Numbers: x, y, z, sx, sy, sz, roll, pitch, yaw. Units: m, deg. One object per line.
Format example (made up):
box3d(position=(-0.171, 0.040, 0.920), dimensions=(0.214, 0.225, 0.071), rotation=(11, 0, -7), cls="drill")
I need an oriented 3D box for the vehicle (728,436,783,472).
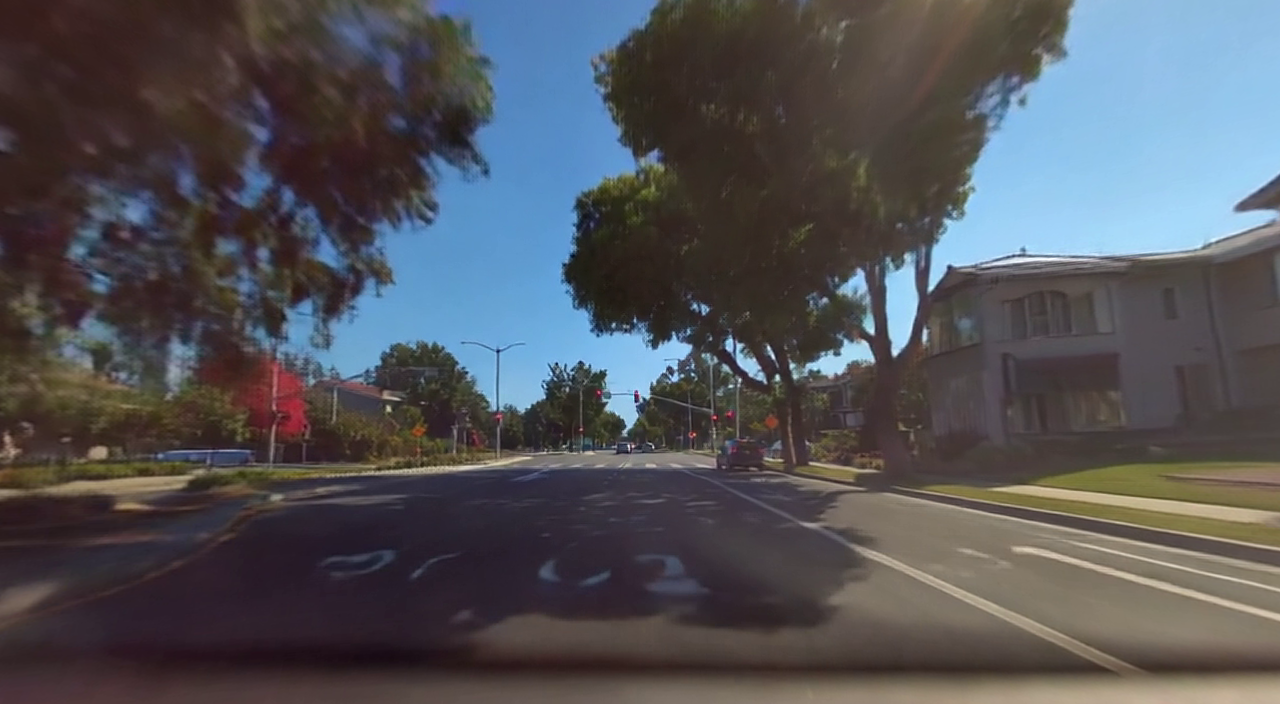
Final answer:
box3d(position=(6.203, 5.555, 34.538), dimensions=(2.094, 1.766, 4.792), rotation=(0, -9, 0), cls="vehicle")
